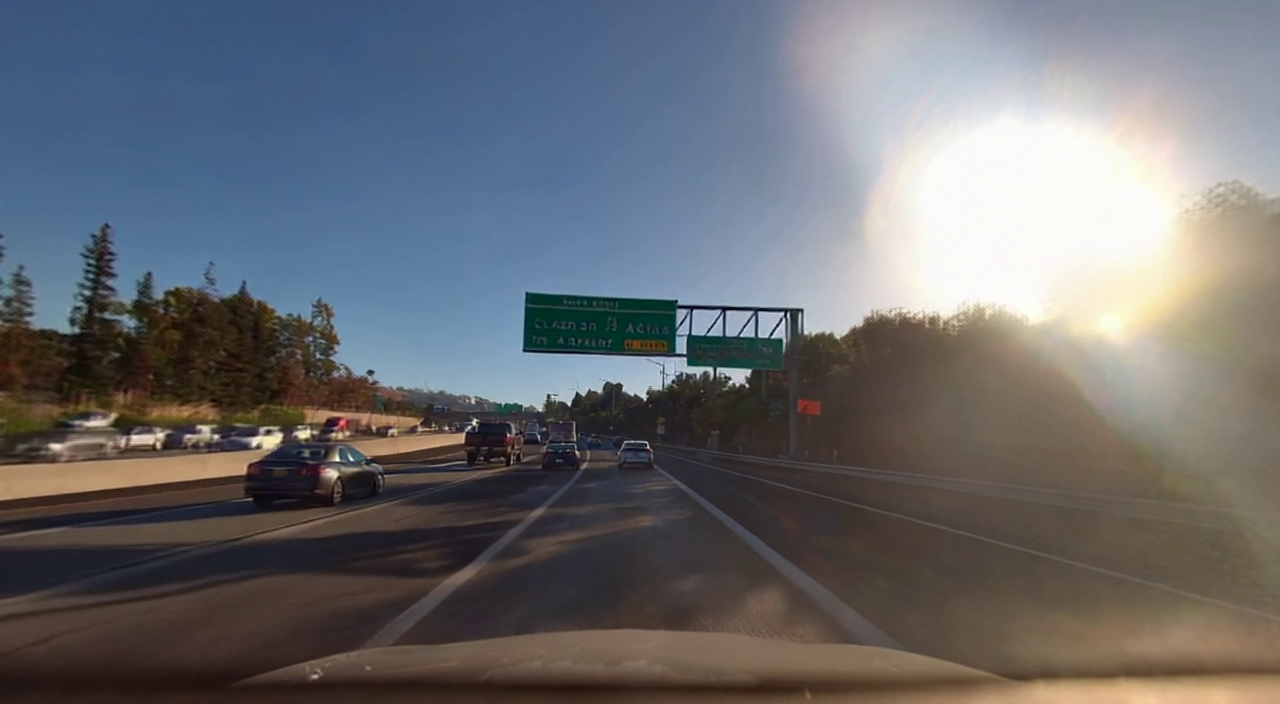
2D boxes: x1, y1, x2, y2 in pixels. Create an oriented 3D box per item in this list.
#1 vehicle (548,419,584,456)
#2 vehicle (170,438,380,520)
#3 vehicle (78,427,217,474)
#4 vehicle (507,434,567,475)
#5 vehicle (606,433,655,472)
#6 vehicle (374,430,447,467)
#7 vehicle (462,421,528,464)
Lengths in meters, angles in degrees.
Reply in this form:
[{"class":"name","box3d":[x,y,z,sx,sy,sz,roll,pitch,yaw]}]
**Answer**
[{"class":"vehicle","box3d":[-5.666,6.624,48.693,2.279,2.672,5.256,0,-8,-2]},{"class":"vehicle","box3d":[-7.517,2.618,13.628,1.896,1.465,4.399,0,-8,0]},{"class":"vehicle","box3d":[-19.884,4.004,25.808,2.023,1.697,4.723,0,-8,-3]},{"class":"vehicle","box3d":[-4.354,4.402,27.335,2.005,1.631,4.295,0,-8,-1]},{"class":"vehicle","box3d":[-0.498,4.639,29.321,2.092,1.671,3.772,0,-8,-2]},{"class":"vehicle","box3d":[-12.059,5.104,33.516,2.079,1.807,5.187,0,-8,-2]},{"class":"vehicle","box3d":[-8.594,5.456,38.016,2.773,2.402,6.232,0,-8,-3]}]
